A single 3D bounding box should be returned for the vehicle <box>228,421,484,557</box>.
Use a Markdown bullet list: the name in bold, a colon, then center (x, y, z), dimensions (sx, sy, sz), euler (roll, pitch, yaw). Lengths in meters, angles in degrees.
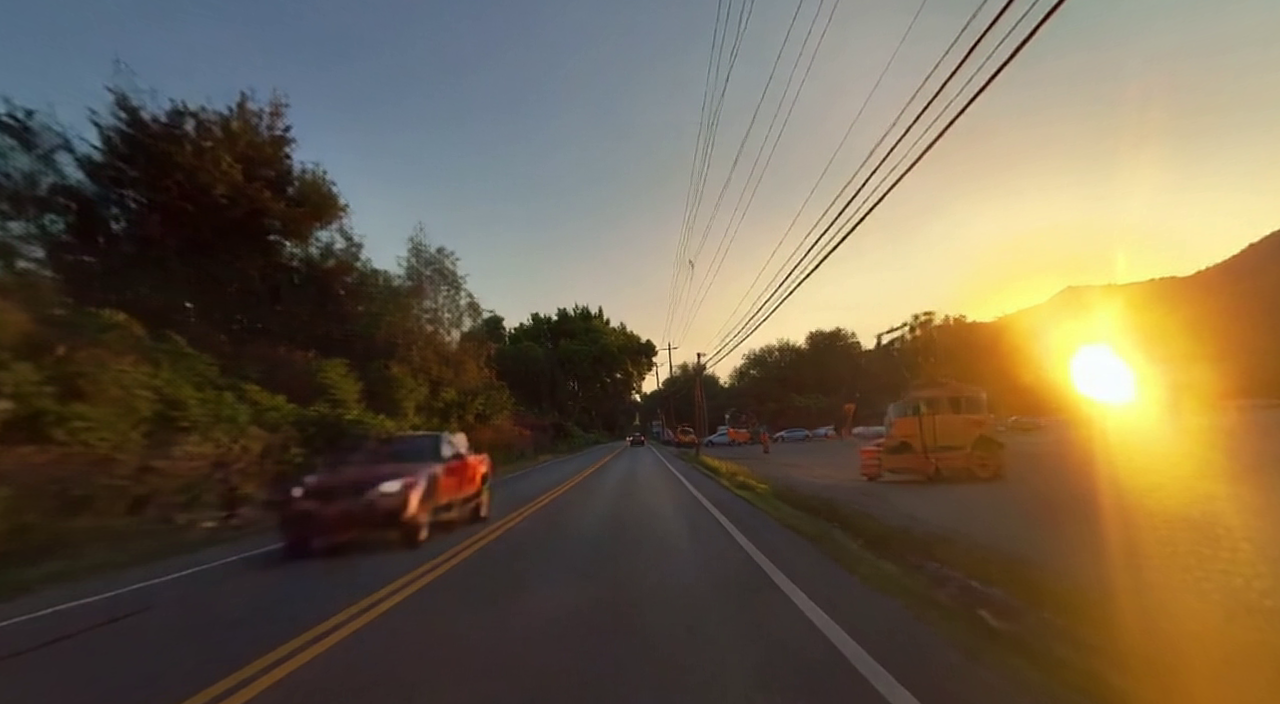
- **vehicle**: center (-3.940, 1.963, 9.722), dimensions (2.020, 1.631, 4.054), euler (0, -9, 0)
